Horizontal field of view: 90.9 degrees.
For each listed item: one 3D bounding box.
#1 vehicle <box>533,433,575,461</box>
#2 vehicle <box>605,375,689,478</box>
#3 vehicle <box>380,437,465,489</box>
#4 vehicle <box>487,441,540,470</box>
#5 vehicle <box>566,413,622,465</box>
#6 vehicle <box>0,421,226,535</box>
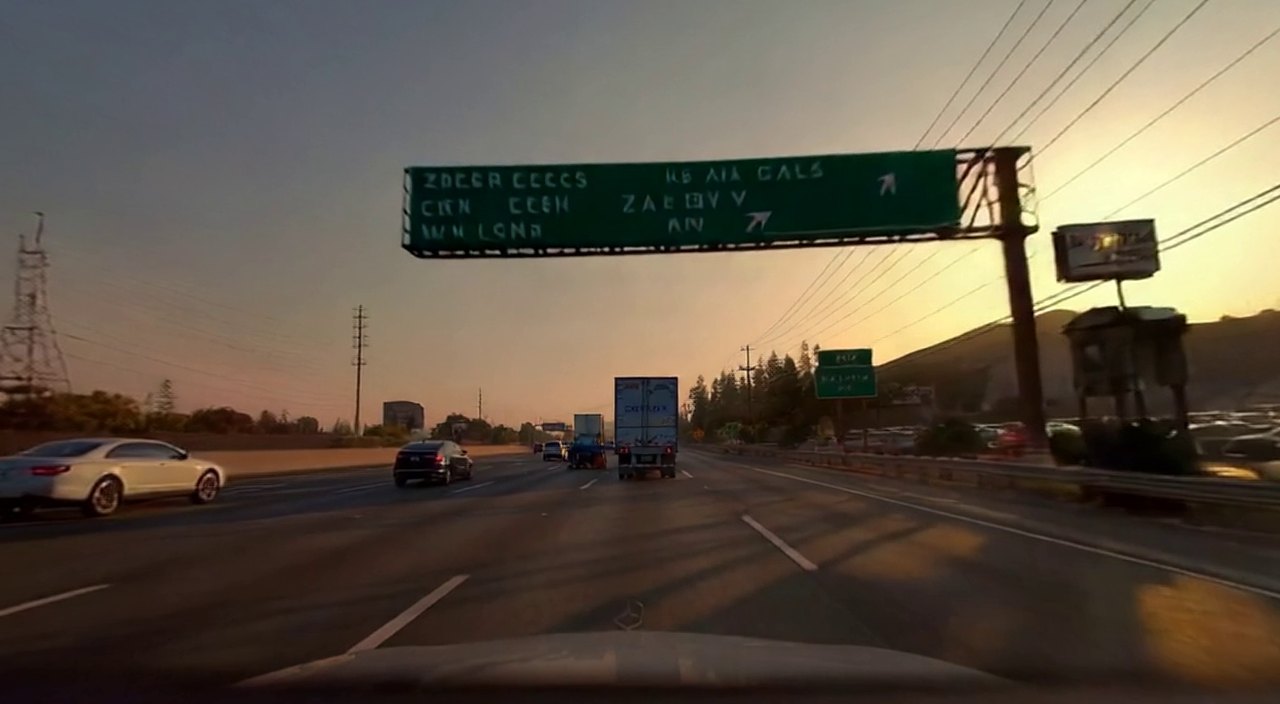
[{"bbox_3d":[-6.593,7.396,49.041,2.245,2.074,5.791,0,-9,2],"label":"vehicle"},{"bbox_3d":[0.166,3.353,27.050,2.941,3.604,9.851,0,-9,-1],"label":"vehicle"},{"bbox_3d":[-7.033,3.598,20.663,1.736,1.580,2.778,0,-9,1],"label":"vehicle"},{"bbox_3d":[-6.770,5.596,34.289,1.933,1.459,4.478,0,-9,1],"label":"vehicle"},{"bbox_3d":[-3.233,6.949,49.619,2.816,3.434,16.412,-1,-9,1],"label":"vehicle"},{"bbox_3d":[-10.872,2.359,12.427,2.046,1.779,4.752,0,-9,2],"label":"vehicle"}]
